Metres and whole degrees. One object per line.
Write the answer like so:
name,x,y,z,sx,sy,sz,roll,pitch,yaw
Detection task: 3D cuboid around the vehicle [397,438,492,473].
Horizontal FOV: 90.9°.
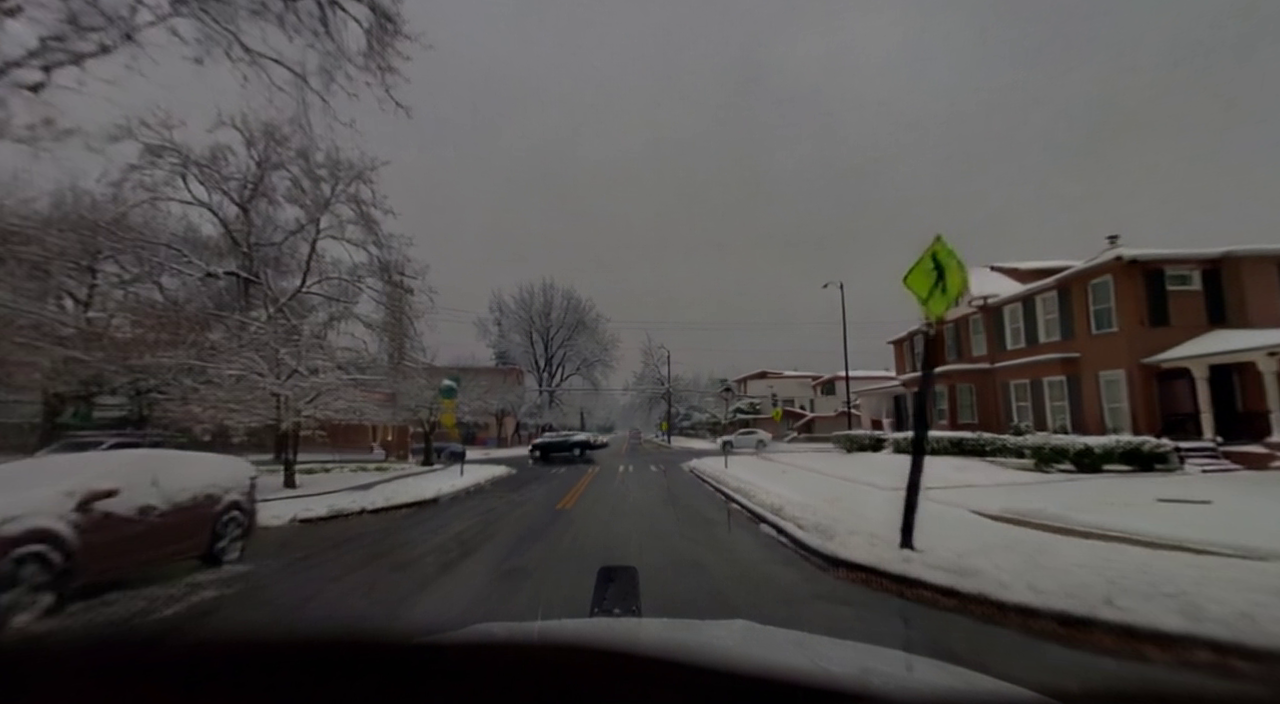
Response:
vehicle,-10.276,5.405,33.269,4.639,1.700,2.002,2,-8,-17

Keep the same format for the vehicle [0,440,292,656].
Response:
vehicle,-5.373,1.564,5.831,1.919,1.464,4.155,0,-8,0

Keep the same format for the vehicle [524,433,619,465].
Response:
vehicle,-4.048,5.736,37.556,5.181,1.768,2.139,4,-9,-26
